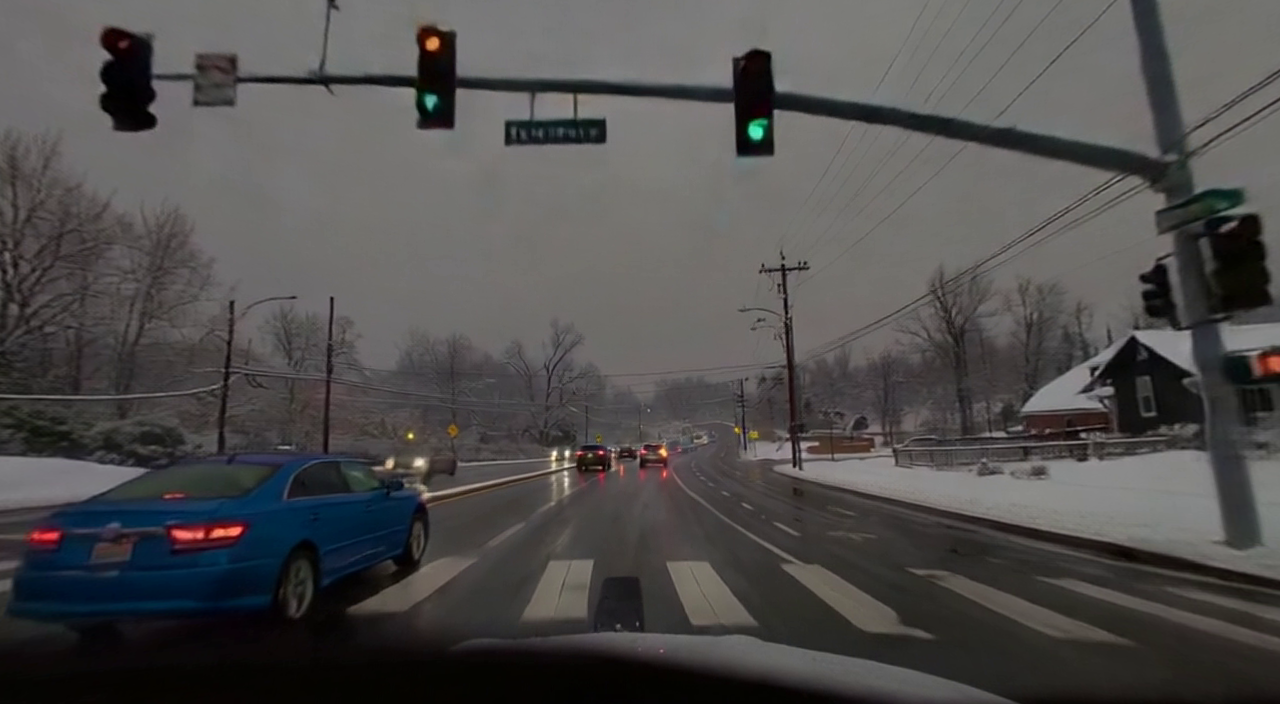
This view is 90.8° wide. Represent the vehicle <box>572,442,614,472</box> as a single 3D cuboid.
[{"bbox_3d":[-2.771,6.293,38.183,1.899,1.685,4.121,0,-9,4],"label":"vehicle"}]

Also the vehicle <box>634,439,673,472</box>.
[{"bbox_3d":[0.900,6.275,38.533,2.155,1.836,4.250,0,-9,4],"label":"vehicle"}]

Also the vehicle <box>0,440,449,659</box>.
[{"bbox_3d":[-3.609,1.633,6.422,1.901,1.409,4.442,0,-9,1],"label":"vehicle"}]
